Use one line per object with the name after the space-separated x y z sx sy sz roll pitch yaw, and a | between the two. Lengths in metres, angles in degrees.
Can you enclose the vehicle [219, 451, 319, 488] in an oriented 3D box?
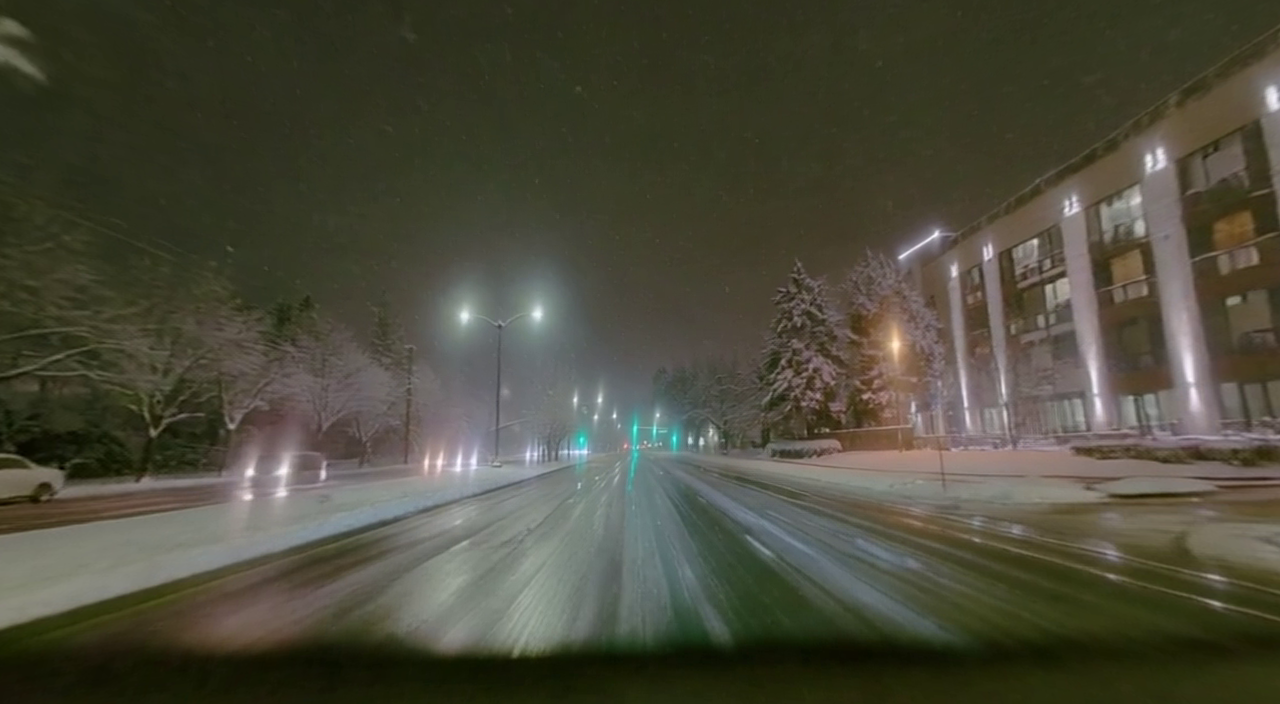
-17.059 5.377 29.342 1.877 1.525 4.312 0 -8 2 | vehicle
